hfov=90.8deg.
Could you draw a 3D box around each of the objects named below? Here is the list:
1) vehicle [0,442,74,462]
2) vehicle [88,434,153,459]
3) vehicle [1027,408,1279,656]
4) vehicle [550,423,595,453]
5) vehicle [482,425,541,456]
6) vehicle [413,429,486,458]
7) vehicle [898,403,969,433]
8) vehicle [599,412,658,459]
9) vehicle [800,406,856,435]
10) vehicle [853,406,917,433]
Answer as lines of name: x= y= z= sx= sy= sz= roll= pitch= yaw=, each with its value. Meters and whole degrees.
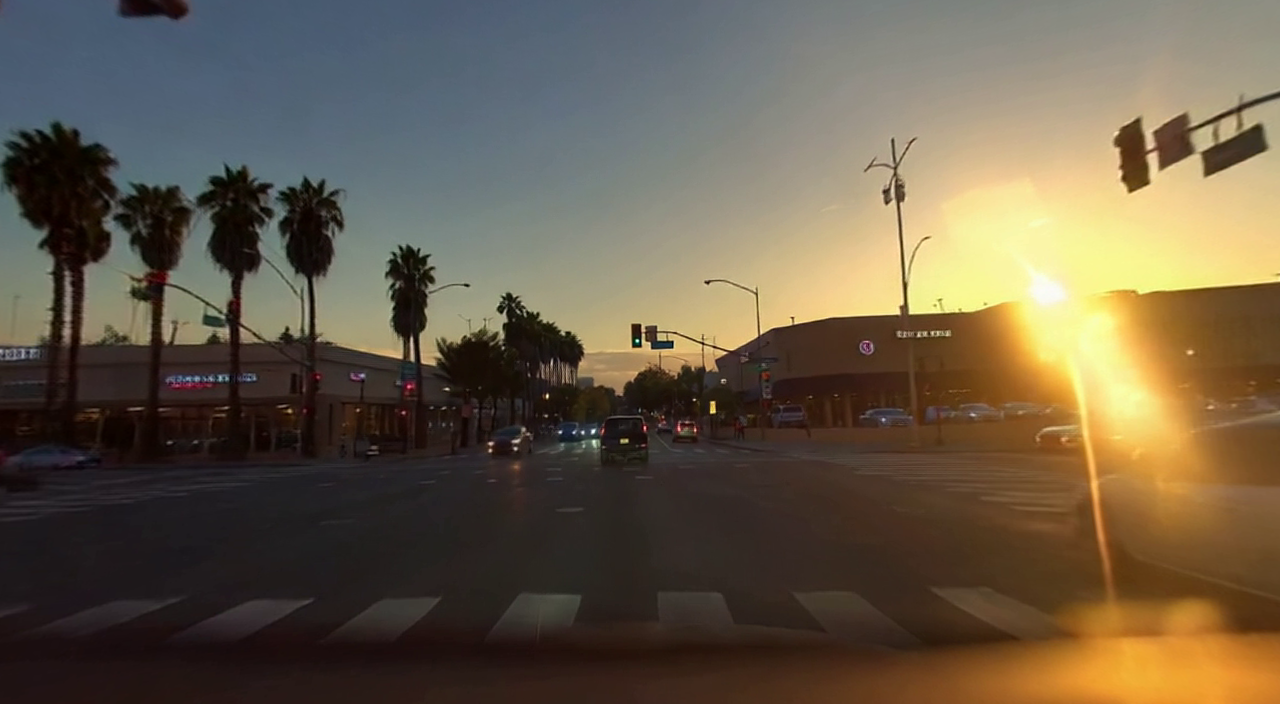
vehicle: x=-43.091 y=7.159 z=45.204 sx=1.573 sy=1.372 sz=3.435 roll=-7 pitch=-11 yaw=29
vehicle: x=-40.671 y=7.388 z=49.481 sx=1.615 sy=1.455 sz=3.501 roll=-7 pitch=-4 yaw=26
vehicle: x=4.868 y=1.155 z=4.417 sx=1.963 sy=1.449 sz=4.653 roll=-2 pitch=-8 yaw=9
vehicle: x=-3.646 y=4.754 z=34.843 sx=1.921 sy=1.491 sz=4.332 roll=-1 pitch=-8 yaw=1
vehicle: x=-6.601 y=4.623 z=32.975 sx=2.032 sy=1.508 sz=4.661 roll=-1 pitch=-8 yaw=1
vehicle: x=-10.271 y=5.003 z=34.489 sx=2.002 sy=1.470 sz=4.388 roll=-2 pitch=-8 yaw=11
vehicle: x=16.597 y=3.807 z=35.993 sx=1.850 sy=1.509 sz=4.297 roll=0 pitch=-9 yaw=-1
vehicle: x=-0.498 y=3.523 z=26.554 sx=2.264 sy=1.798 sz=4.531 roll=0 pitch=-8 yaw=-1
vehicle: x=11.353 y=4.195 z=38.547 sx=1.899 sy=1.550 sz=4.531 roll=-1 pitch=-7 yaw=-2
vehicle: x=14.058 y=3.944 z=36.516 sx=1.797 sy=1.443 sz=4.451 roll=-1 pitch=-7 yaw=-1
